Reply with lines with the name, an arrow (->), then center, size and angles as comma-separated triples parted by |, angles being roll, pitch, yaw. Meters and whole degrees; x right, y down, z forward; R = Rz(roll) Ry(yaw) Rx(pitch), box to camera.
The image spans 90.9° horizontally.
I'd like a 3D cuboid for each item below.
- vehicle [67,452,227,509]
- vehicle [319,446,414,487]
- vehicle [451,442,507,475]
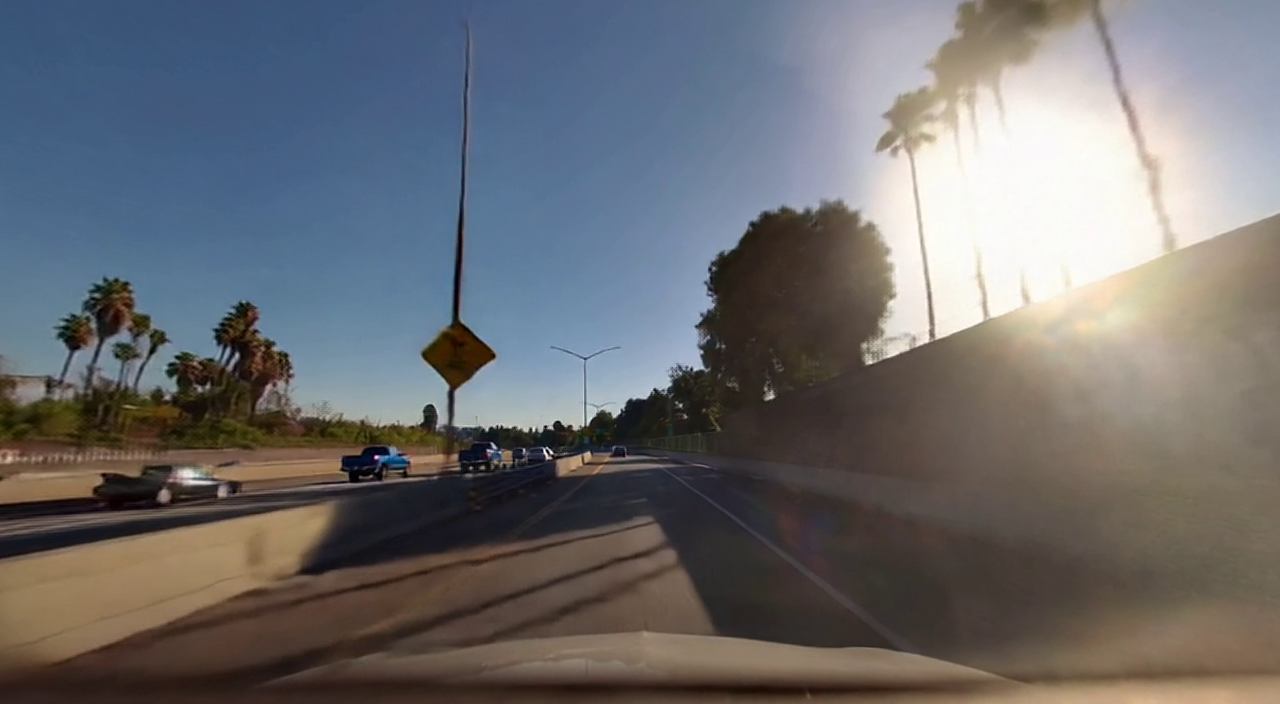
vehicle -> -17.978, 4.659, 23.377 | 2.078, 1.802, 4.723 | -1, -9, 0
vehicle -> -14.009, 5.872, 32.851 | 2.272, 1.882, 5.941 | -1, -9, 0
vehicle -> -10.553, 7.003, 41.849 | 2.342, 1.999, 5.594 | 0, -9, -1
